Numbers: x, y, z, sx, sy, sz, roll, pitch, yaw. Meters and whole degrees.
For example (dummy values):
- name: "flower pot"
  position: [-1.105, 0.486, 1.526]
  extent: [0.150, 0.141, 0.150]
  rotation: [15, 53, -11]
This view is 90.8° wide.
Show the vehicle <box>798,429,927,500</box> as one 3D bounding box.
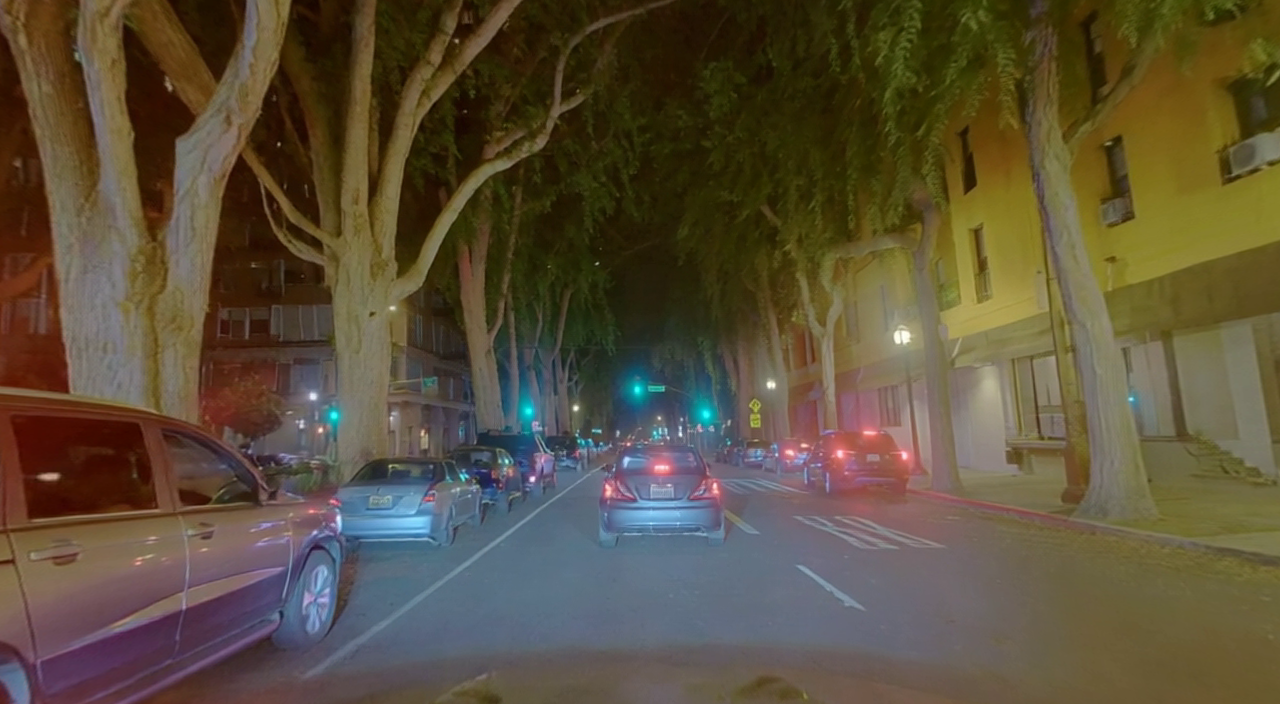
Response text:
- name: "vehicle"
  position: [6.338, 3.255, 18.681]
  extent: [2.025, 1.808, 4.579]
  rotation: [0, -9, -2]

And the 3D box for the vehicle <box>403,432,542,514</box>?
- name: "vehicle"
  position: [-3.514, 2.625, 14.240]
  extent: [1.901, 1.522, 4.556]
  rotation: [0, -9, 0]

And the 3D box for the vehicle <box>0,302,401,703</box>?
- name: "vehicle"
  position: [-3.270, 0.928, 3.387]
  extent: [2.152, 1.802, 4.628]
  rotation: [0, -9, 0]

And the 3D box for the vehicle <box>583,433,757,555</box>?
- name: "vehicle"
  position: [0.270, 1.996, 9.578]
  extent: [2.095, 1.438, 3.843]
  rotation: [0, -9, -3]
